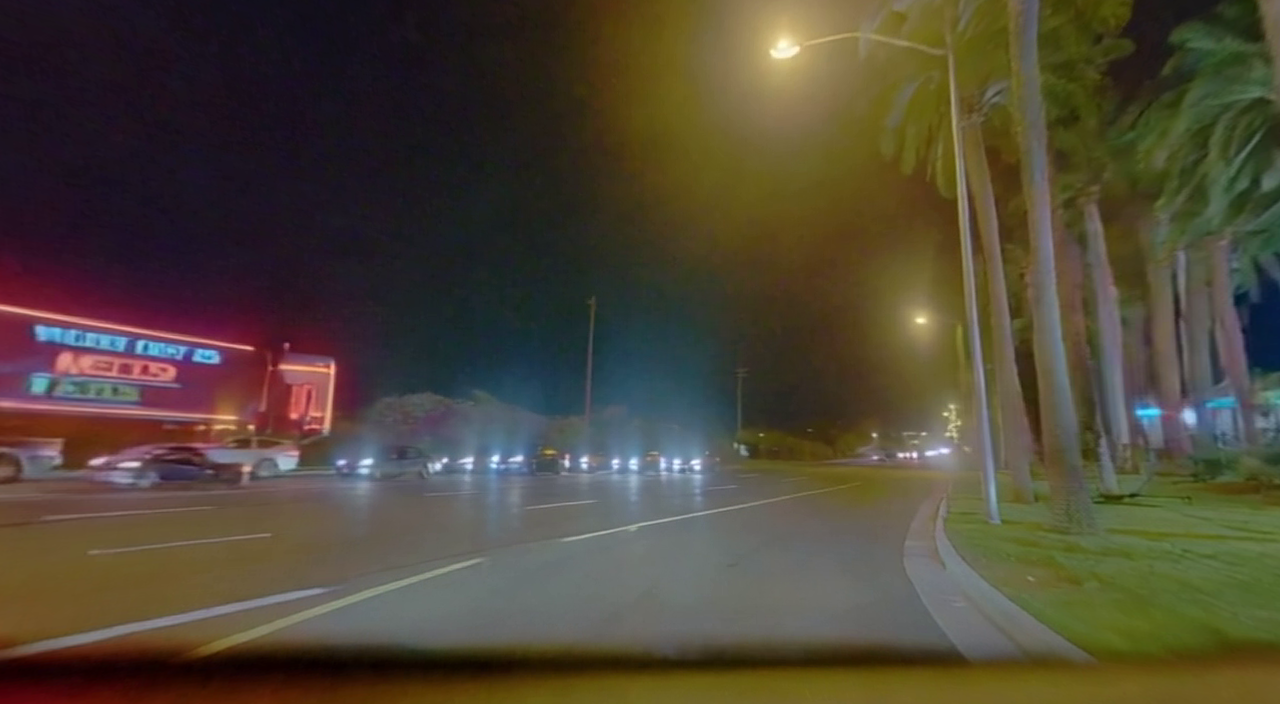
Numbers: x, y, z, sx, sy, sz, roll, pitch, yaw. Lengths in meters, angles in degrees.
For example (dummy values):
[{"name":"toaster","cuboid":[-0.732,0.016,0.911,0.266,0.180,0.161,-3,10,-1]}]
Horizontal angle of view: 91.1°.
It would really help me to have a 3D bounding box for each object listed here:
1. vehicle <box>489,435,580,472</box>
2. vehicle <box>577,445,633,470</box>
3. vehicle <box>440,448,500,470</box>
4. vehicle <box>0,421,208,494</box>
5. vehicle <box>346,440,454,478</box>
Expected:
[{"name":"vehicle","cuboid":[-5.971,5.864,36.308,2.184,1.904,5.617,-7,-11,27]},{"name":"vehicle","cuboid":[-2.282,7.095,42.375,1.813,1.535,4.306,-5,-10,28]},{"name":"vehicle","cuboid":[-12.171,7.706,45.282,1.806,1.500,4.118,-4,-10,27]},{"name":"vehicle","cuboid":[-13.556,2.562,15.433,1.844,1.543,4.356,-4,-10,27]},{"name":"vehicle","cuboid":[-10.452,4.675,27.660,1.857,1.474,4.291,-7,-10,27]}]
